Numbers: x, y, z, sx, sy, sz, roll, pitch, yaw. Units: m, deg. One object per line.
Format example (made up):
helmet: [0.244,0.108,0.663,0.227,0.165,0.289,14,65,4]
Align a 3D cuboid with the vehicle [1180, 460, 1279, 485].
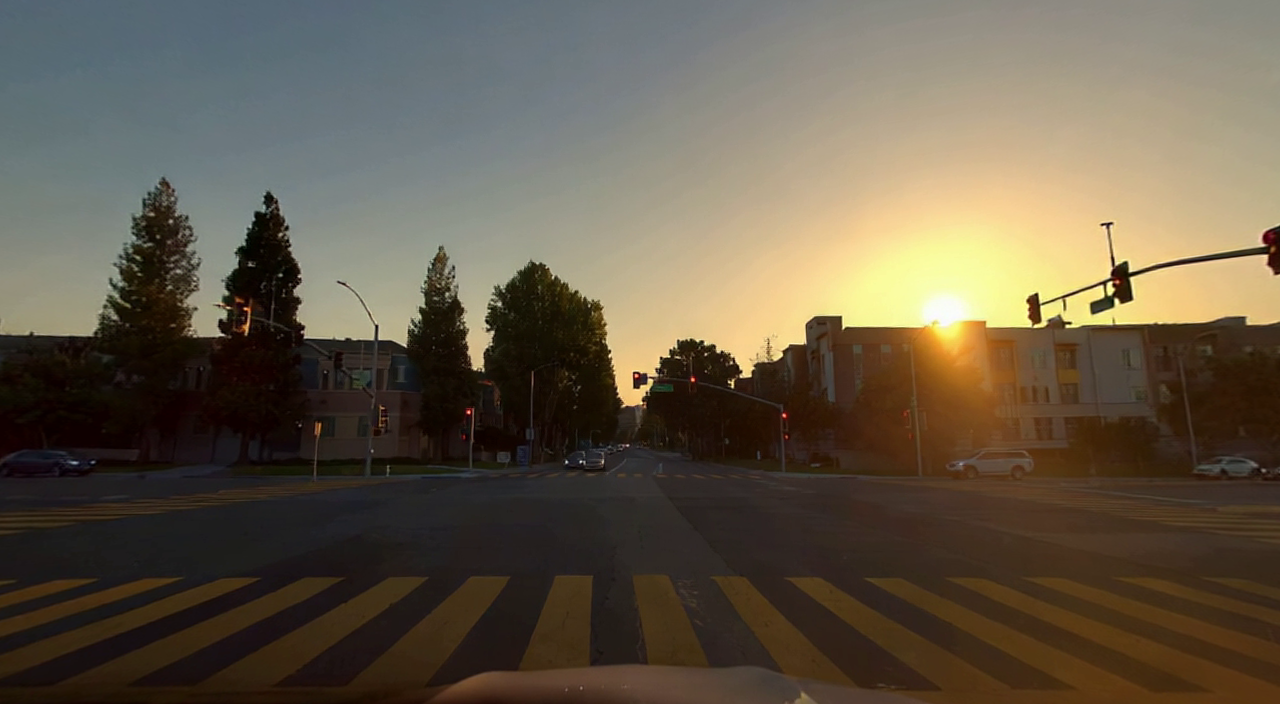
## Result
vehicle: [36.213,7.312,38.297,4.976,1.428,1.929,0,-8,-2]

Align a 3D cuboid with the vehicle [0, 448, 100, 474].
vehicle: [-35.151,6.417,37.171,4.741,1.447,1.807,0,-9,0]

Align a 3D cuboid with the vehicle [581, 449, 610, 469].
vehicle: [-3.463,8.372,49.301,1.908,1.441,4.142,0,-8,1]

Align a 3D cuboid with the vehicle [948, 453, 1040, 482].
vehicle: [21.088,6.874,37.580,4.447,1.623,1.801,0,-9,-3]
